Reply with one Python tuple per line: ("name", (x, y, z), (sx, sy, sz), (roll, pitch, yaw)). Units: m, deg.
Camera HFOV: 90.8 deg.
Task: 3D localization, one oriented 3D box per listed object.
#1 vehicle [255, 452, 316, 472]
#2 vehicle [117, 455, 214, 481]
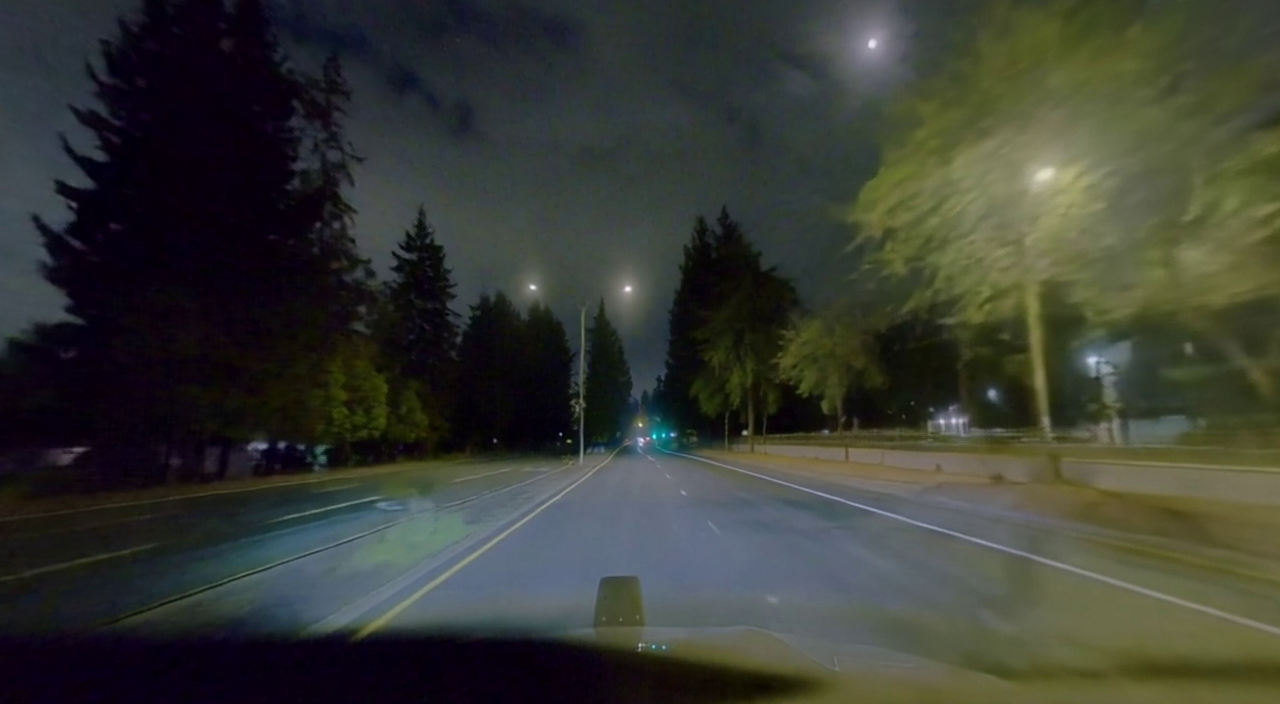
("vehicle", (-27.544, 8.546, 49.207), (3.706, 1.426, 1.668), (0, -8, -2))
("vehicle", (-27.727, 6.785, 37.007), (3.956, 1.414, 2.109), (-1, -8, 0))
